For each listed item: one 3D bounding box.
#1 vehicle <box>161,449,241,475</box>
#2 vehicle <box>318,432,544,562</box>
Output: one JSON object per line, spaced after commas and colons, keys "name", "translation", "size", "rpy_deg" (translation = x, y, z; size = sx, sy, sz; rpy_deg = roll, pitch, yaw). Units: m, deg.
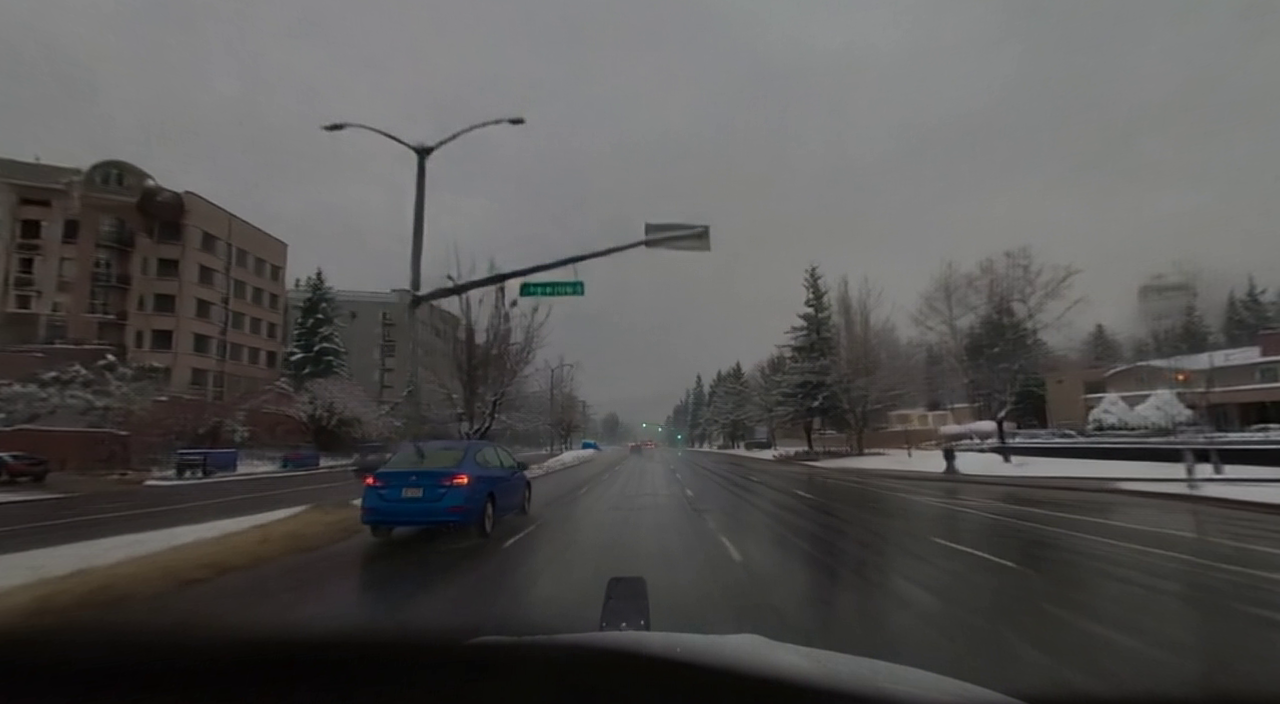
{"name": "vehicle", "translation": [-28.179, 7.052, 40.640], "size": [1.857, 1.539, 4.760], "rpy_deg": [0, -8, -2]}
{"name": "vehicle", "translation": [-3.006, 2.150, 10.219], "size": [2.009, 1.489, 4.543], "rpy_deg": [-4, -8, 1]}
